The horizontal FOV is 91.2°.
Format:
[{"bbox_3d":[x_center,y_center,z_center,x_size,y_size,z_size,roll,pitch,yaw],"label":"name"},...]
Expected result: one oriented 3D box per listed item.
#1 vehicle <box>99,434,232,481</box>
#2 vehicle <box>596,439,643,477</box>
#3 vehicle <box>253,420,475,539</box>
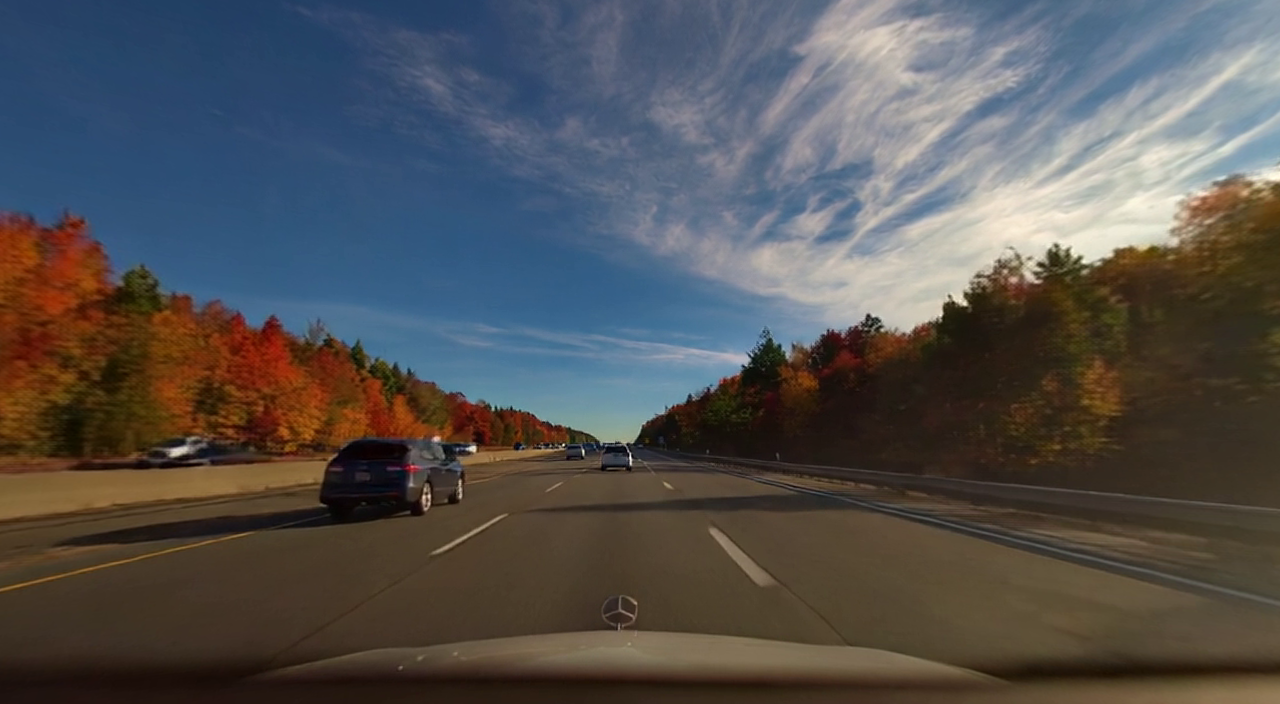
[{"bbox_3d":[-18.763,4.207,25.081,1.960,1.677,4.332,0,-9,-1],"label":"vehicle"},{"bbox_3d":[-0.980,5.102,30.388,2.115,1.661,4.049,0,-9,-2],"label":"vehicle"},{"bbox_3d":[-4.625,2.219,11.509,1.974,1.688,4.727,0,-9,-1],"label":"vehicle"}]
